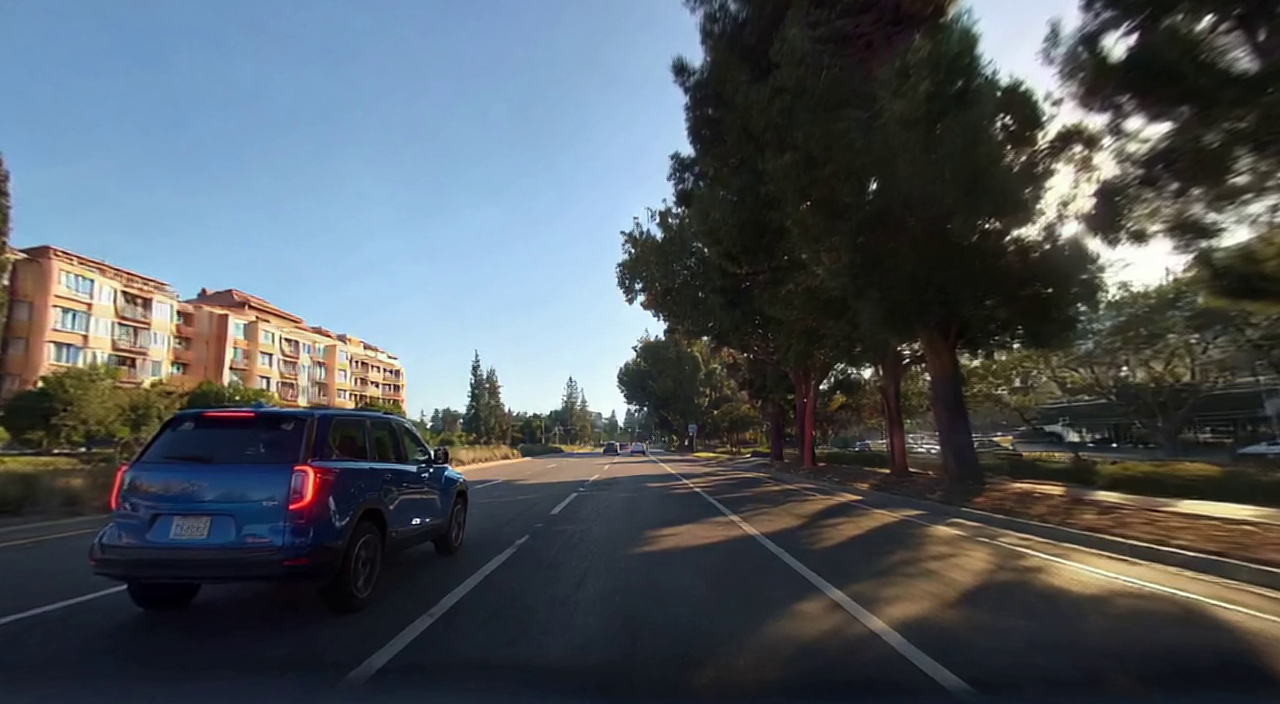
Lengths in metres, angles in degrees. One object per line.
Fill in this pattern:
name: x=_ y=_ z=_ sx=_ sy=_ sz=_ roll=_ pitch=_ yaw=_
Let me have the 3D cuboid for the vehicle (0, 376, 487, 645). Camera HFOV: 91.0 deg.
vehicle: x=-3.147 y=1.339 z=6.337 sx=2.033 sy=1.713 sz=4.503 roll=0 pitch=-8 yaw=0
